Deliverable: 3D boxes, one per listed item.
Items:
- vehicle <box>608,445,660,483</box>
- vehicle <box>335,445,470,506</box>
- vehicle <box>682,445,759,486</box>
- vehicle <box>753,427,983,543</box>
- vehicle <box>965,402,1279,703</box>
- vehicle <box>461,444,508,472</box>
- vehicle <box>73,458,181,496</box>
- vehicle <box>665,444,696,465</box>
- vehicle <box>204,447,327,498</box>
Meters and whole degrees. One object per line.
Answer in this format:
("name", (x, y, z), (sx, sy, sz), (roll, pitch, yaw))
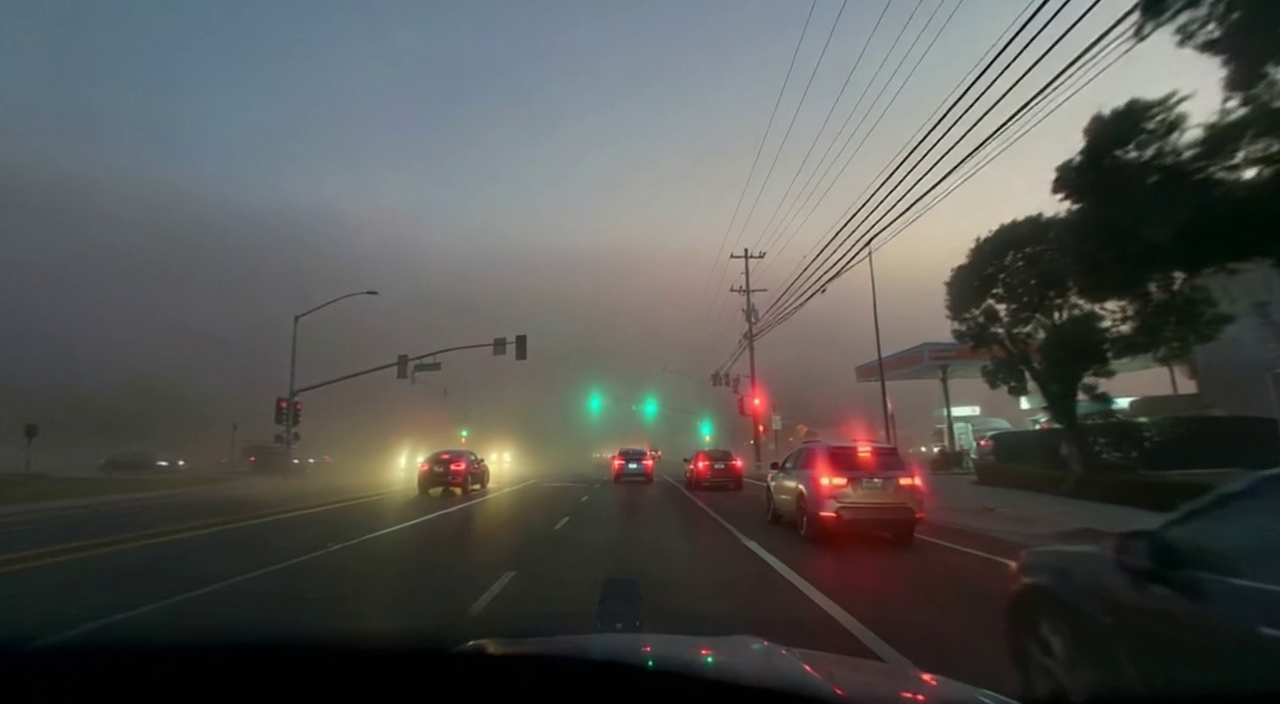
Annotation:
("vehicle", (-0.299, 4.743, 27.140), (2.065, 1.484, 3.894), (0, -9, -1))
("vehicle", (-6.366, 3.333, 17.533), (2.075, 1.470, 4.190), (0, -9, 1))
("vehicle", (3.065, 4.446, 25.073), (2.208, 1.436, 4.542), (0, -9, -3))
("vehicle", (3.807, 2.323, 11.737), (2.452, 1.682, 4.565), (0, -9, -2))
("vehicle", (2.933, 0.815, 1.436), (1.945, 1.470, 4.363), (0, -9, -2))
("vehicle", (-10.907, 7.444, 44.689), (2.139, 1.836, 4.843), (0, -9, 0))
("vehicle", (-24.978, 6.031, 30.748), (4.989, 1.567, 2.075), (-3, -10, 27))
("vehicle", (2.991, 7.653, 47.472), (1.971, 1.477, 4.121), (0, -9, -2))
("vehicle", (-14.328, 4.590, 24.568), (1.937, 1.745, 4.540), (0, -9, 1))
